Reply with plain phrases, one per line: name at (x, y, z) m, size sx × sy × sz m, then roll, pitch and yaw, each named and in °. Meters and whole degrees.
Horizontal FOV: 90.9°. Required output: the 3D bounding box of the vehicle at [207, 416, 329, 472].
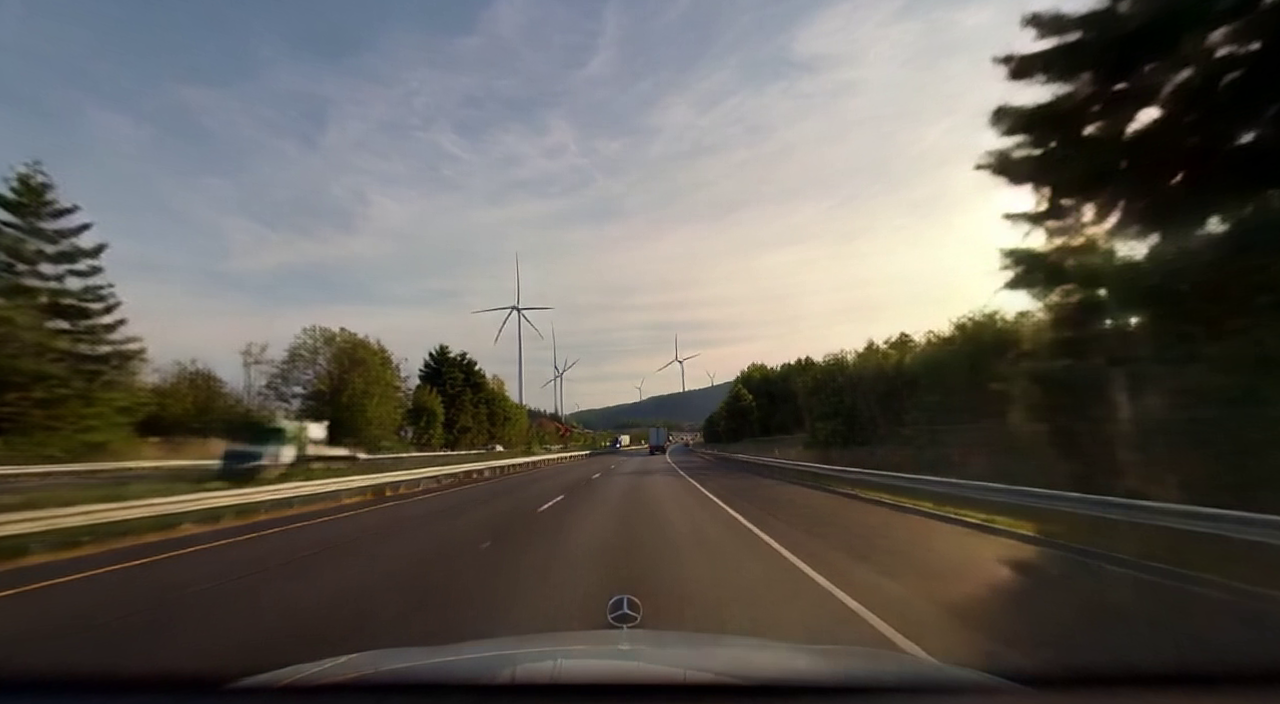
vehicle at (-16.709, 4.214, 28.737) m, size 2.169 × 2.282 × 5.319 m, roll 0°, pitch -9°, yaw 1°
